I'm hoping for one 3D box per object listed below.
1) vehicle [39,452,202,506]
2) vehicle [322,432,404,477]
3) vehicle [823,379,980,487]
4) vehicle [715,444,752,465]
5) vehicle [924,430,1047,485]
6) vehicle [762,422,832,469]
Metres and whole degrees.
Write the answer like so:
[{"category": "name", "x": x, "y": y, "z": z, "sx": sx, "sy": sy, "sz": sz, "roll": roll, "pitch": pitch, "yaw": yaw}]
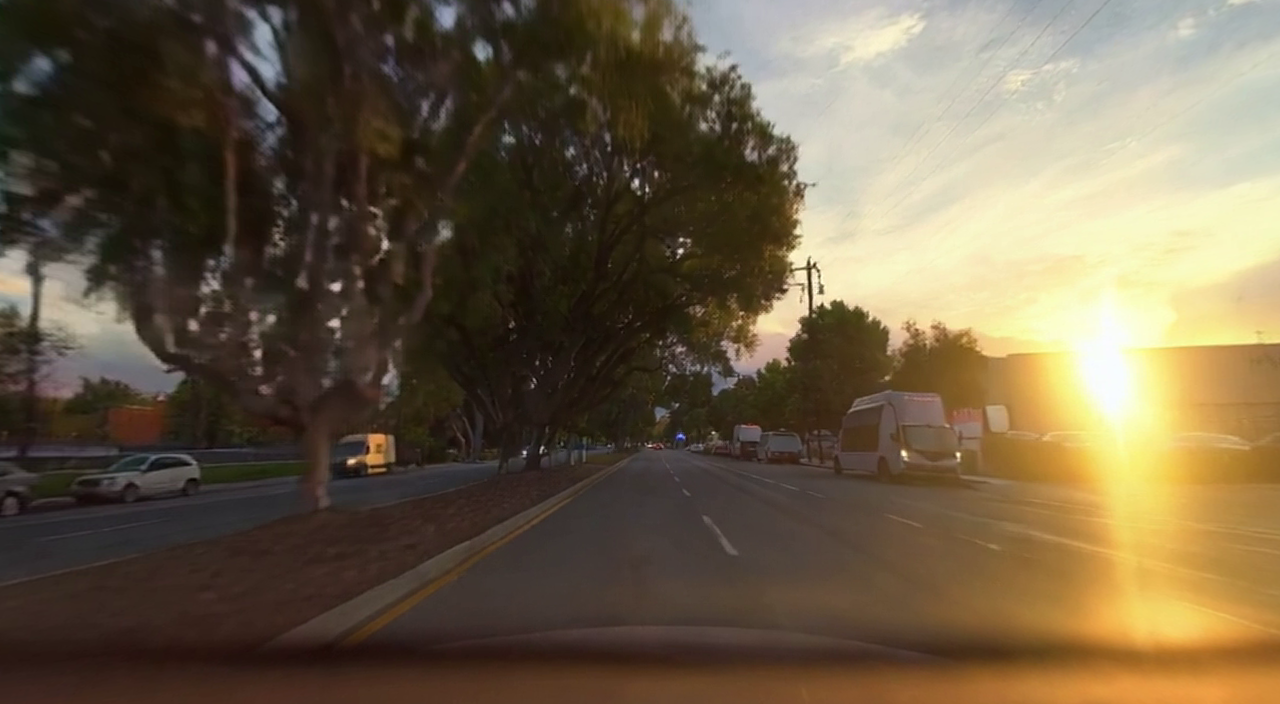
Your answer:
[{"category": "vehicle", "x": -17.376, "y": 4.213, "z": 21.488, "sx": 1.772, "sy": 1.480, "sz": 4.499, "roll": -1, "pitch": -8, "yaw": -1}, {"category": "vehicle", "x": -17.071, "y": 6.340, "z": 39.386, "sx": 2.253, "sy": 2.554, "sz": 6.021, "roll": 0, "pitch": -9, "yaw": 1}, {"category": "vehicle", "x": 10.428, "y": 3.473, "z": 26.605, "sx": 2.879, "sy": 3.765, "sz": 8.904, "roll": 0, "pitch": -9, "yaw": 1}, {"category": "vehicle", "x": 6.676, "y": 7.367, "z": 45.378, "sx": 1.972, "sy": 1.417, "sz": 4.239, "roll": 0, "pitch": -9, "yaw": 0}, {"category": "vehicle", "x": 14.403, "y": 4.423, "z": 26.800, "sx": 2.203, "sy": 2.052, "sz": 5.314, "roll": 0, "pitch": -9, "yaw": 0}, {"category": "vehicle", "x": 10.459, "y": 6.363, "z": 42.991, "sx": 2.964, "sy": 2.927, "sz": 6.936, "roll": 0, "pitch": -9, "yaw": 0}]
